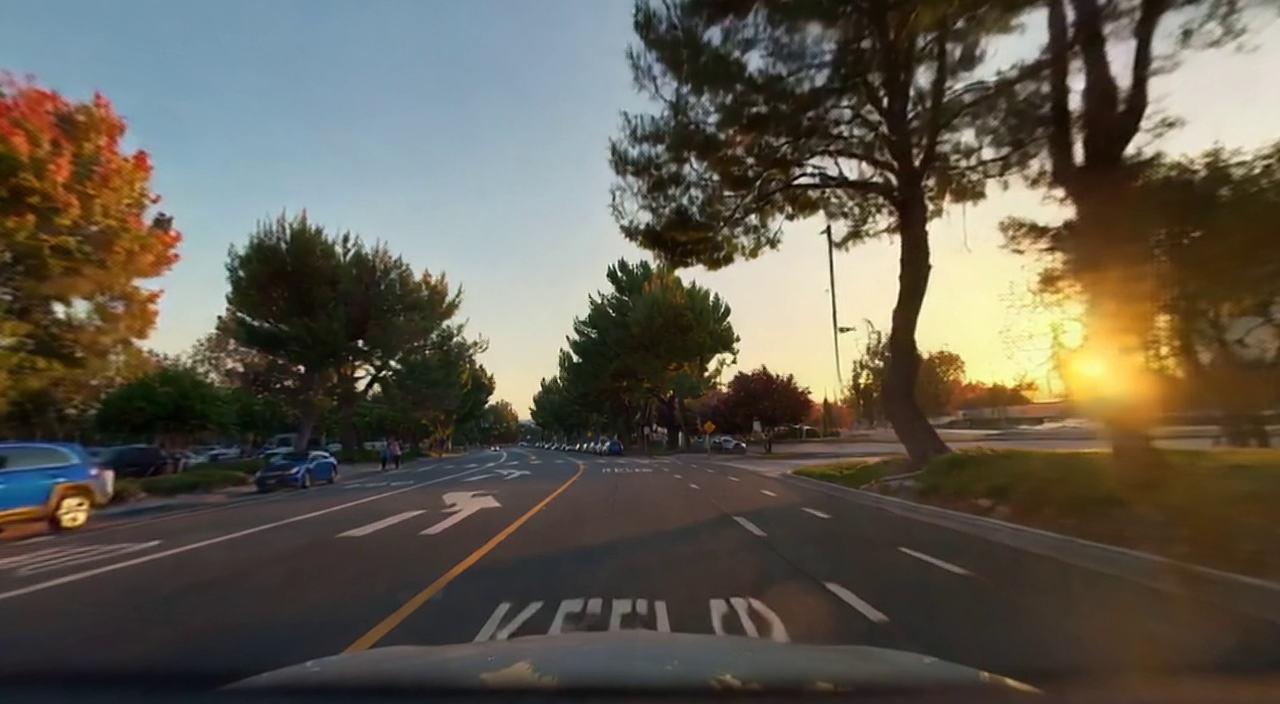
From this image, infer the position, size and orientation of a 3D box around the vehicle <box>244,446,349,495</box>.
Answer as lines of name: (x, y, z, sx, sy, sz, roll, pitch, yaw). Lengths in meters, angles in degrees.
vehicle: (-13.917, 4.809, 25.967, 2.090, 1.680, 4.434, -3, -9, -4)

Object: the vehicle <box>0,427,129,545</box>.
vehicle: (-12.946, 2.598, 12.027, 2.314, 2.144, 5.403, -4, -7, -5)
